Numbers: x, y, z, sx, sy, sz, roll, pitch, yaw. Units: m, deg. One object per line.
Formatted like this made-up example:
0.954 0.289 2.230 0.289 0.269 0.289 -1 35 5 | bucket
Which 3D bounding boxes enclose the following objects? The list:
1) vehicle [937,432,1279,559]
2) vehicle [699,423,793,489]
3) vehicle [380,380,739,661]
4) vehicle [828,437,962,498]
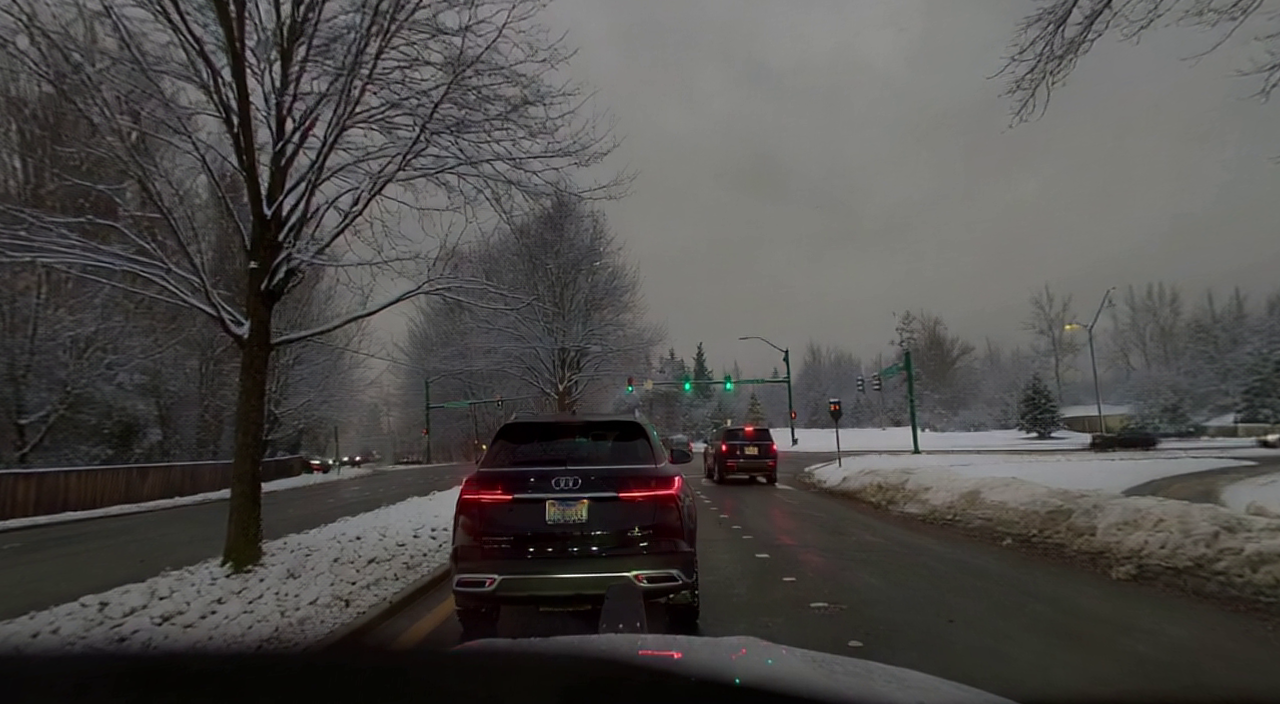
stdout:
6.583 2.010 9.657 1.894 1.445 4.565 0 -9 0 | vehicle
3.353 3.431 21.056 2.200 1.909 4.853 0 -9 -1 | vehicle
-0.440 1.346 6.089 2.201 1.709 4.271 0 -9 2 | vehicle
6.951 3.188 17.826 1.890 1.489 4.415 0 -9 -1 | vehicle
